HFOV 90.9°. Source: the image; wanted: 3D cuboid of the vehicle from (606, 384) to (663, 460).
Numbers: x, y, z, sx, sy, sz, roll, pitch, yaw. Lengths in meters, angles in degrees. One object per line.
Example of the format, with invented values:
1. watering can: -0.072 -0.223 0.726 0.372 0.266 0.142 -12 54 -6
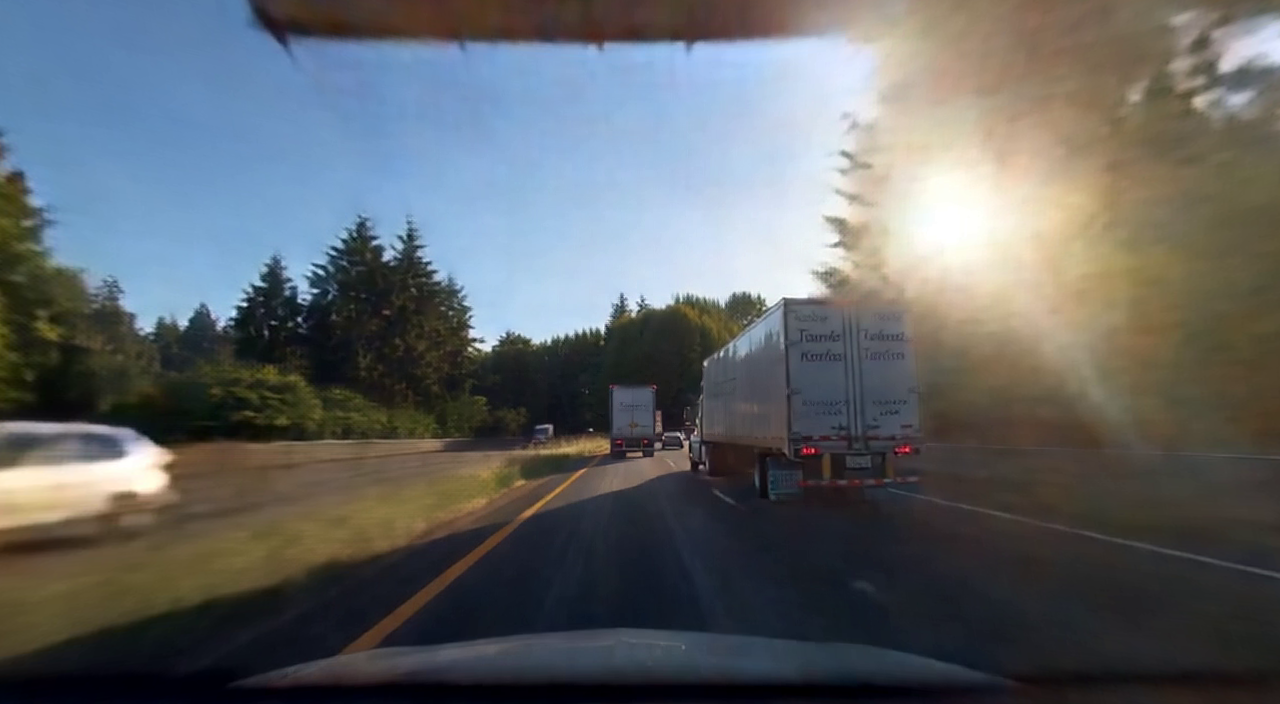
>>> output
1. vehicle: -0.371 4.276 37.522 2.958 3.917 10.196 0 -8 -1

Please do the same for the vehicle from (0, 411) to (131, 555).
1. vehicle: -8.698 1.532 7.217 1.997 1.712 4.498 0 -8 -1

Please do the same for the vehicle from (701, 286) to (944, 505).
1. vehicle: 4.121 1.752 19.135 2.856 4.145 14.500 0 -8 -1
